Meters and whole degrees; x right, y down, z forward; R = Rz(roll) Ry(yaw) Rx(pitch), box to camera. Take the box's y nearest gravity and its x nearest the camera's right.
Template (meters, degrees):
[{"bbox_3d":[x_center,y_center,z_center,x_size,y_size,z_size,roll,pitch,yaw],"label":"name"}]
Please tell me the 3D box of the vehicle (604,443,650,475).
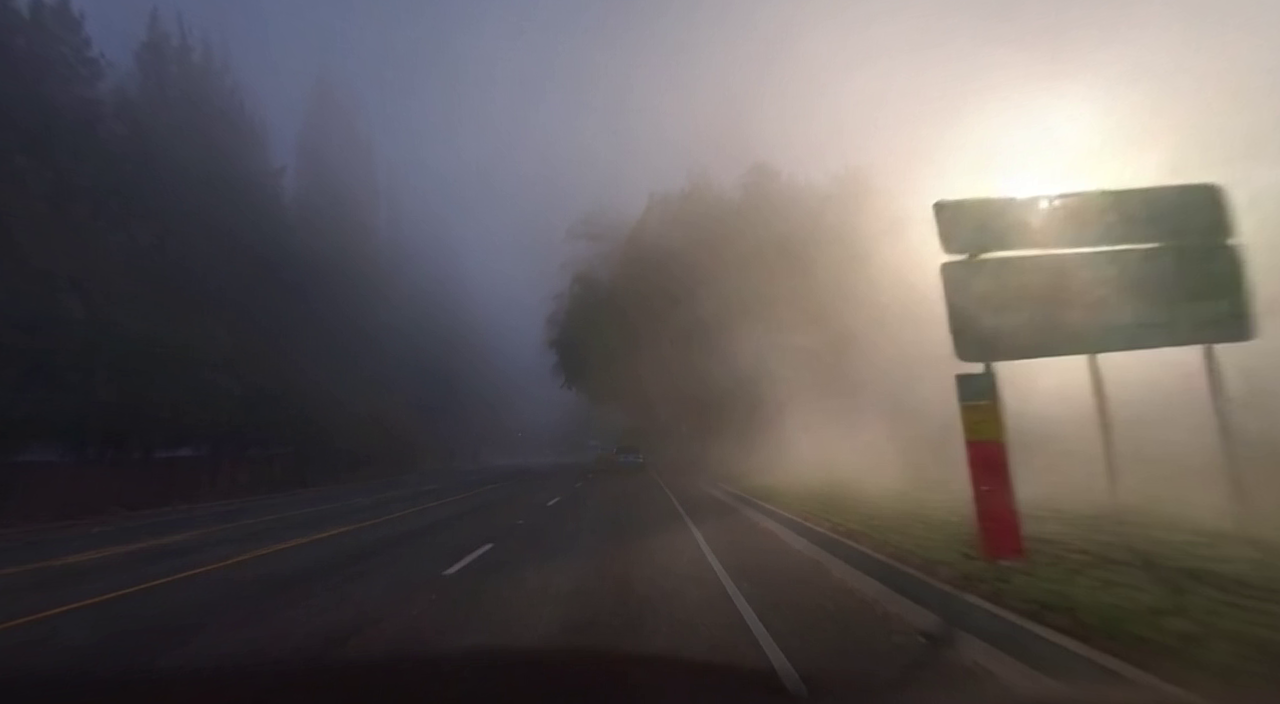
[{"bbox_3d":[-0.585,5.308,31.529,2.111,1.466,4.223,-1,-8,2],"label":"vehicle"}]
